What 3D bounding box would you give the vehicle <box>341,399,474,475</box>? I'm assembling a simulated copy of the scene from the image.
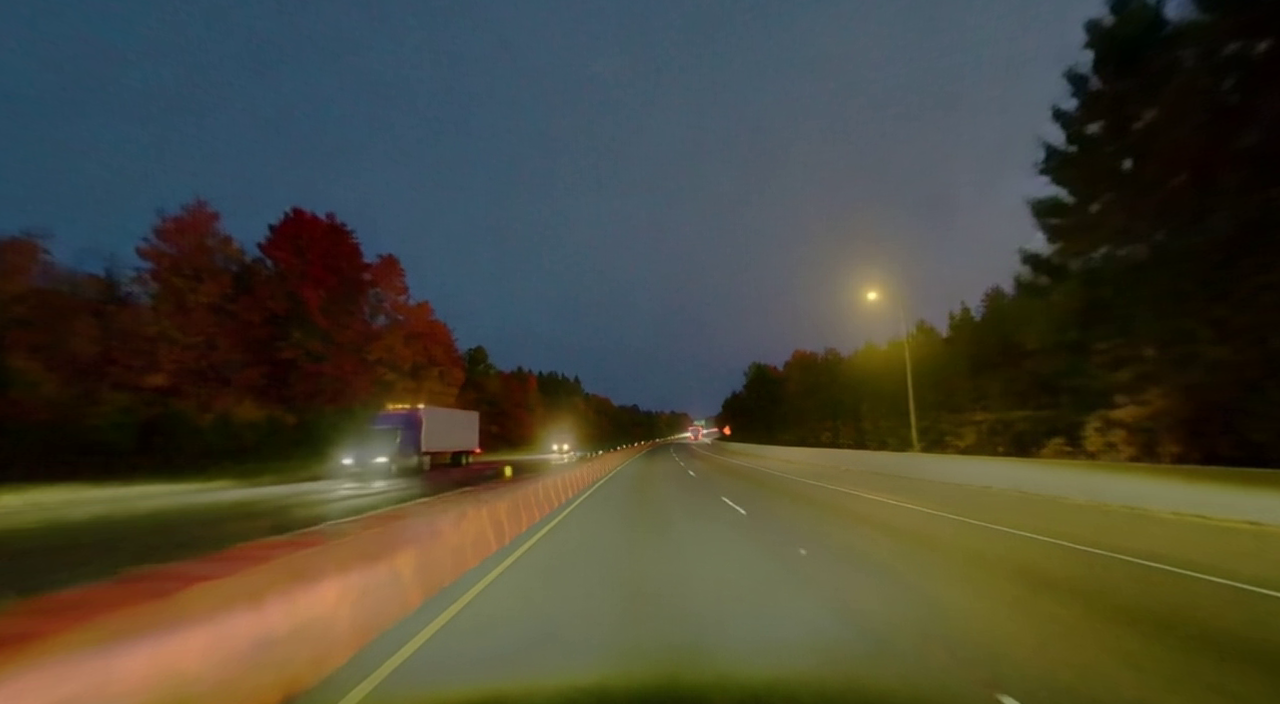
[{"bbox_3d":[-14.435,5.608,41.076,3.100,4.065,13.948,0,-8,1],"label":"vehicle"}]
